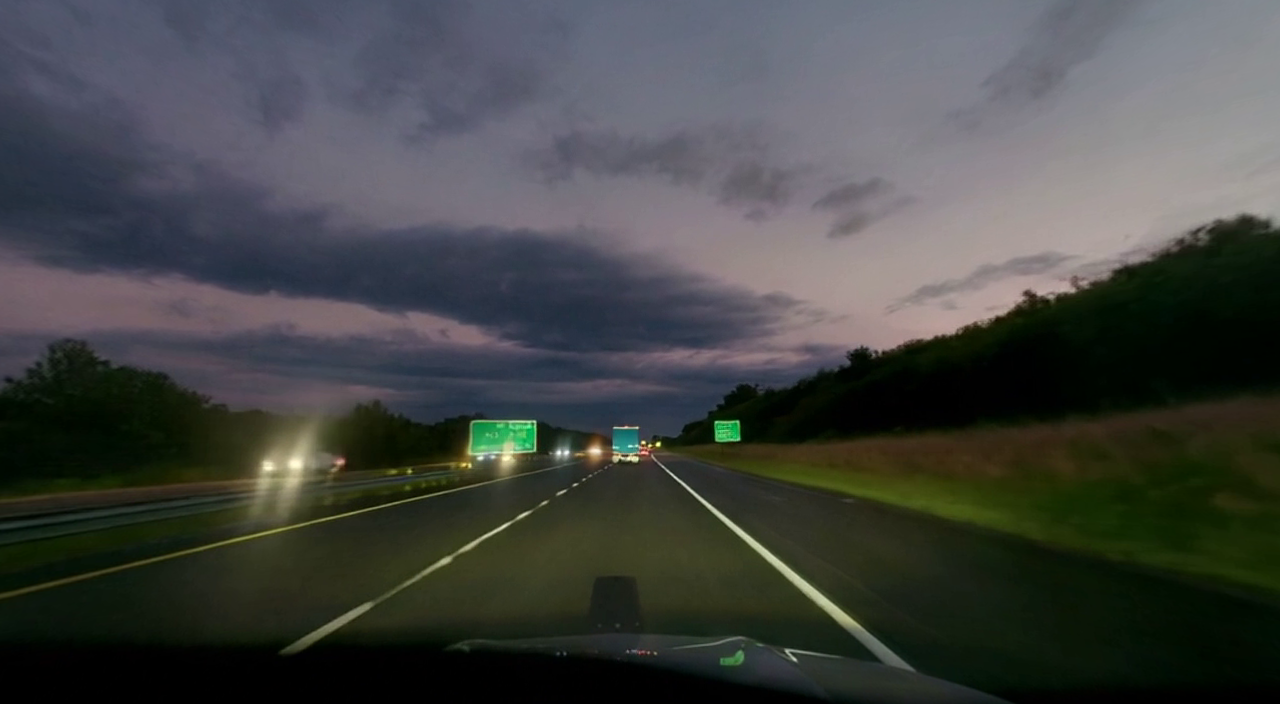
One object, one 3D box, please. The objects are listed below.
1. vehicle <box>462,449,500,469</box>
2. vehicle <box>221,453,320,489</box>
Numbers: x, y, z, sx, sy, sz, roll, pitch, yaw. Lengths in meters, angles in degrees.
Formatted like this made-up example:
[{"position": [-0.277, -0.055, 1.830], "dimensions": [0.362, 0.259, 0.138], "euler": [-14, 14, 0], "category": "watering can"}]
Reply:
[{"position": [-12.112, 8.192, 48.332], "dimensions": [1.870, 1.446, 4.016], "euler": [0, -9, 0], "category": "vehicle"}, {"position": [-16.327, 5.250, 28.139], "dimensions": [1.895, 1.454, 4.010], "euler": [0, -9, 1], "category": "vehicle"}]
